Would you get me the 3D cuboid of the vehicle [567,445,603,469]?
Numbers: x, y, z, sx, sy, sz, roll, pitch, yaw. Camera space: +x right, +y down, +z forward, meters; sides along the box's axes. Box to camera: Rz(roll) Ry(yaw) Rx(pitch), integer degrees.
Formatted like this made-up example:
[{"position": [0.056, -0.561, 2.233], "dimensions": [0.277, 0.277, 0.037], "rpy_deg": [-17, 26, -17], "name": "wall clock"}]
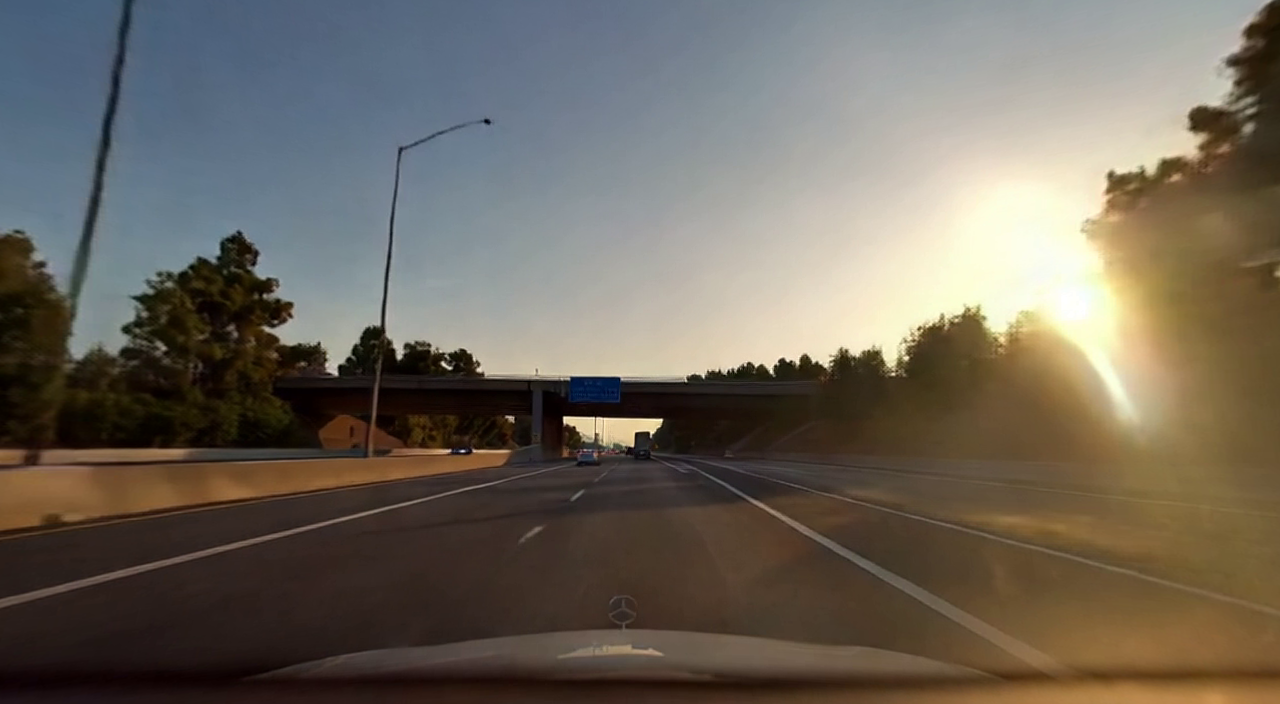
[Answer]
[{"position": [-3.755, 7.290, 43.728], "dimensions": [2.070, 1.564, 4.145], "rpy_deg": [0, -9, 0], "name": "vehicle"}]
